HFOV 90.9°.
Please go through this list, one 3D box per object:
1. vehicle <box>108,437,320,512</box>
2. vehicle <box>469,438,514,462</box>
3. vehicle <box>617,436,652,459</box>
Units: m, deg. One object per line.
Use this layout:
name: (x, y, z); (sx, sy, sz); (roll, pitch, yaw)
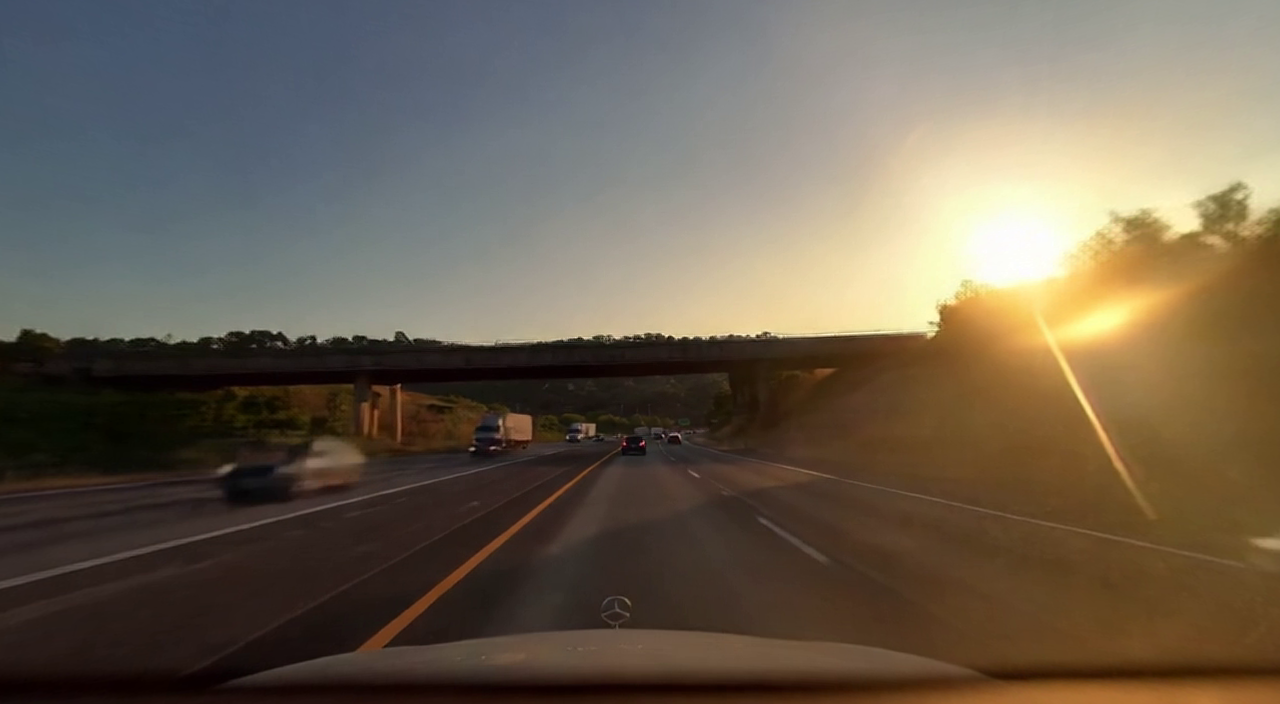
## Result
vehicle: (-8.669, 2.476, 13.291); (1.936, 1.322, 3.678); (0, -7, -1)
vehicle: (-8.882, 5.871, 38.006); (1.776, 1.345, 3.932); (0, -7, 0)
vehicle: (-0.368, 5.728, 38.130); (1.996, 1.325, 4.029); (0, -7, -1)
